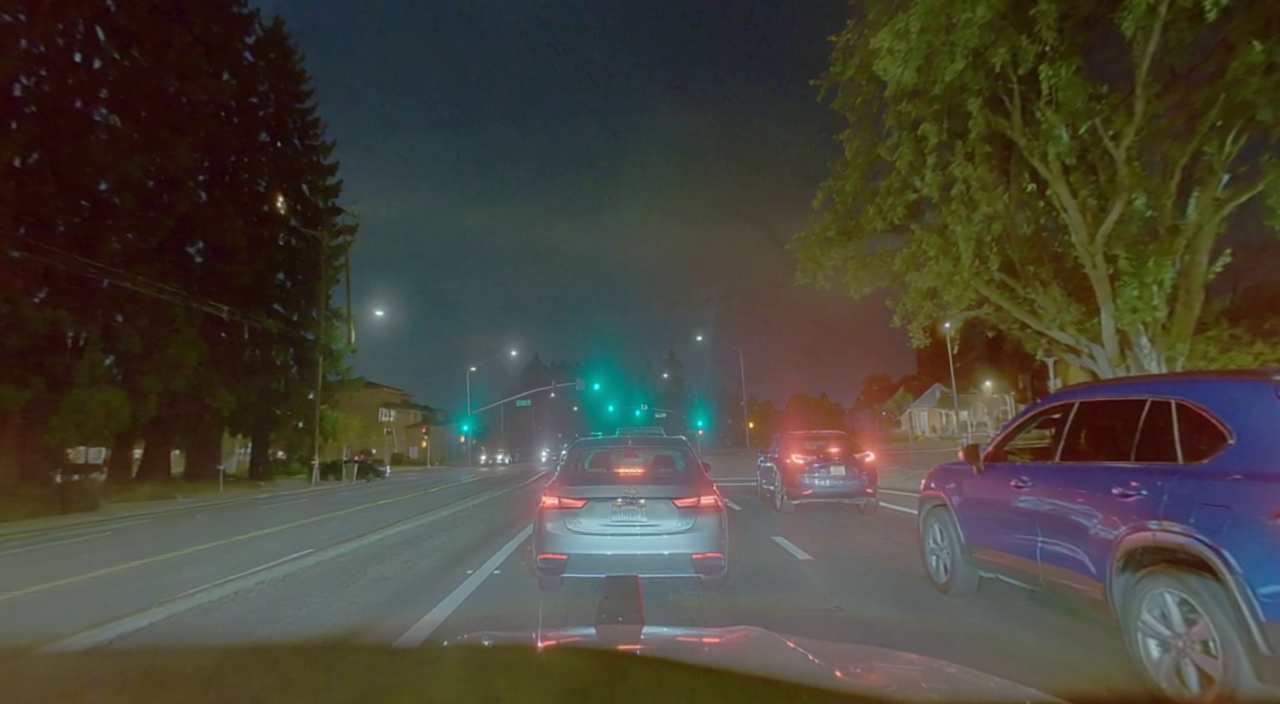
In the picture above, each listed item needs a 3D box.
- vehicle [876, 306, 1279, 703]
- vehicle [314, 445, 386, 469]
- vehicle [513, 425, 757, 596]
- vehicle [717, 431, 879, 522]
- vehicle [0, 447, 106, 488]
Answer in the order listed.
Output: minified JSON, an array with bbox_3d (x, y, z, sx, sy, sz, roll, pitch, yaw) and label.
[{"bbox_3d":[3.368,0.966,4.011,2.006,1.766,4.345,0,-8,-1],"label":"vehicle"},{"bbox_3d":[-19.893,7.201,43.431,3.957,1.630,1.881,0,-8,0],"label":"vehicle"},{"bbox_3d":[-0.085,1.732,7.810,2.186,1.500,4.141,0,-8,-1],"label":"vehicle"},{"bbox_3d":[2.958,2.437,13.003,1.971,1.517,4.521,0,-8,-3],"label":"vehicle"},{"bbox_3d":[-22.523,4.235,23.310,4.092,1.438,1.639,-1,-8,1],"label":"vehicle"}]
